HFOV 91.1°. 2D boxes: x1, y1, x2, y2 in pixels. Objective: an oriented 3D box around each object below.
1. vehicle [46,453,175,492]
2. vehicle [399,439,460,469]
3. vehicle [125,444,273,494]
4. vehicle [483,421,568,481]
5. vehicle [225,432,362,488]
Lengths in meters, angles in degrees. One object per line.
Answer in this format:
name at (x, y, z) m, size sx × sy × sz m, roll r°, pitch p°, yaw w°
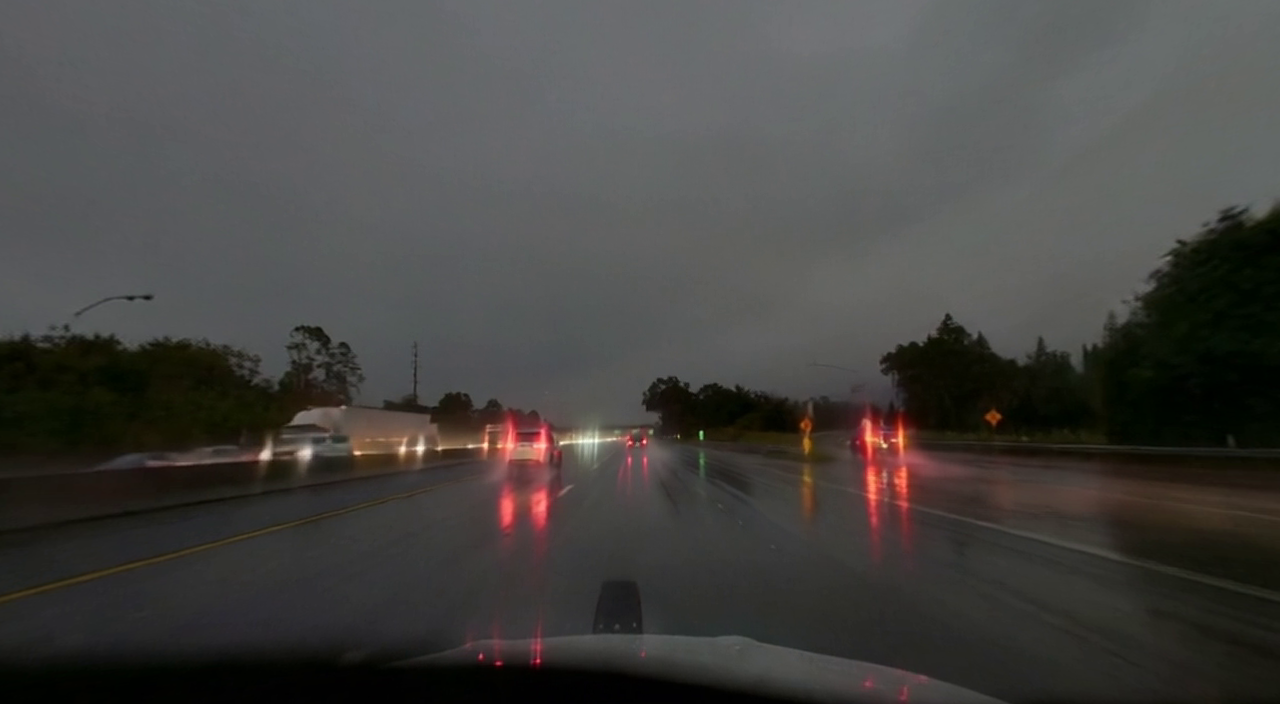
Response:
vehicle at (-23.330, 5.289, 27.939) m, size 1.978 × 1.503 × 4.234 m, roll -1°, pitch -8°, yaw 1°
vehicle at (-11.495, 5.575, 34.564) m, size 1.888 × 1.538 × 4.057 m, roll 0°, pitch -8°, yaw 1°
vehicle at (-15.613, 4.127, 22.644) m, size 2.020 × 1.514 × 4.549 m, roll 0°, pitch -8°, yaw 0°
vehicle at (-3.924, 3.478, 22.453) m, size 2.115 × 1.887 × 4.721 m, roll 0°, pitch -8°, yaw 0°
vehicle at (-11.374, 3.554, 21.113) m, size 1.985 × 1.646 × 4.612 m, roll 0°, pitch -8°, yaw 0°
